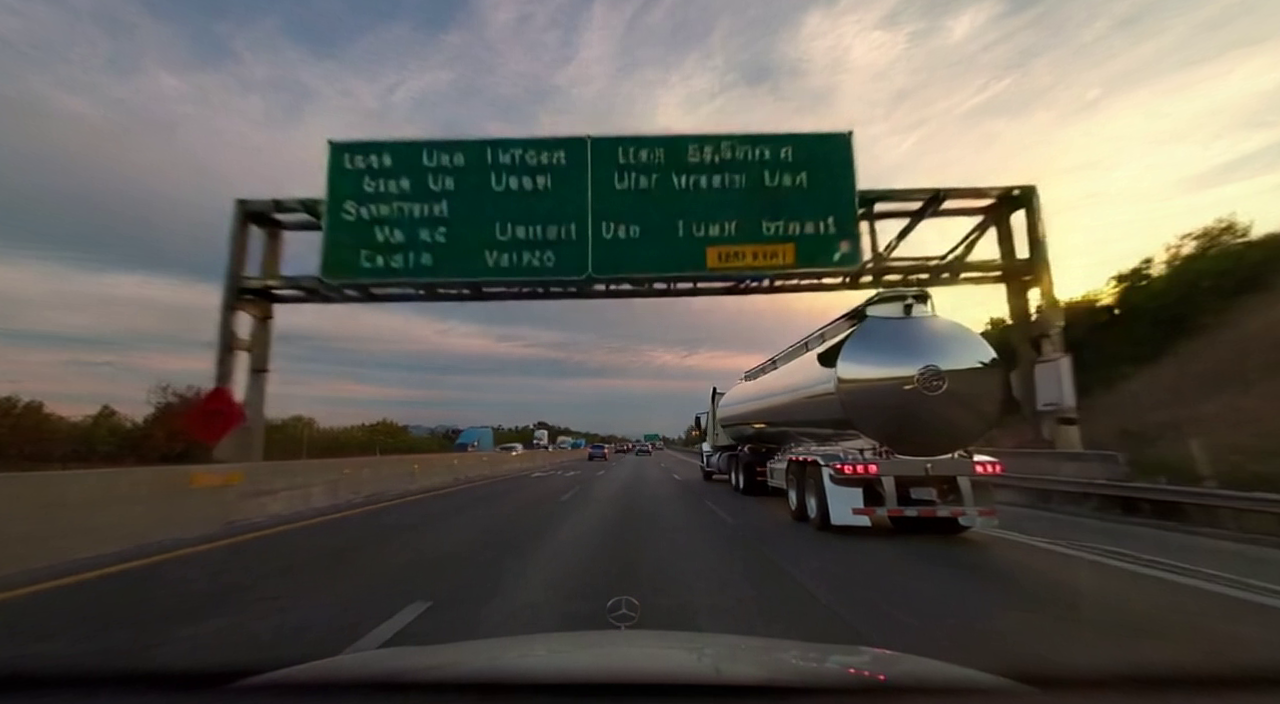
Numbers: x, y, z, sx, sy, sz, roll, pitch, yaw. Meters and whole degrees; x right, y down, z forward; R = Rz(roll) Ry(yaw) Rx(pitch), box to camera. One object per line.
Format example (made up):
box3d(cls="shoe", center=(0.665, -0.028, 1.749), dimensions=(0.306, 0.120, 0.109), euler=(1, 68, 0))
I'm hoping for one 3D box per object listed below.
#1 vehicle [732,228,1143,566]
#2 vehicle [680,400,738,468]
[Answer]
box3d(cls="vehicle", center=(3.917, 1.152, 11.783), dimensions=(2.759, 3.734, 9.708), euler=(0, -9, -1))
box3d(cls="vehicle", center=(4.376, 5.563, 42.033), dimensions=(2.823, 4.018, 8.475), euler=(0, -9, 0))
